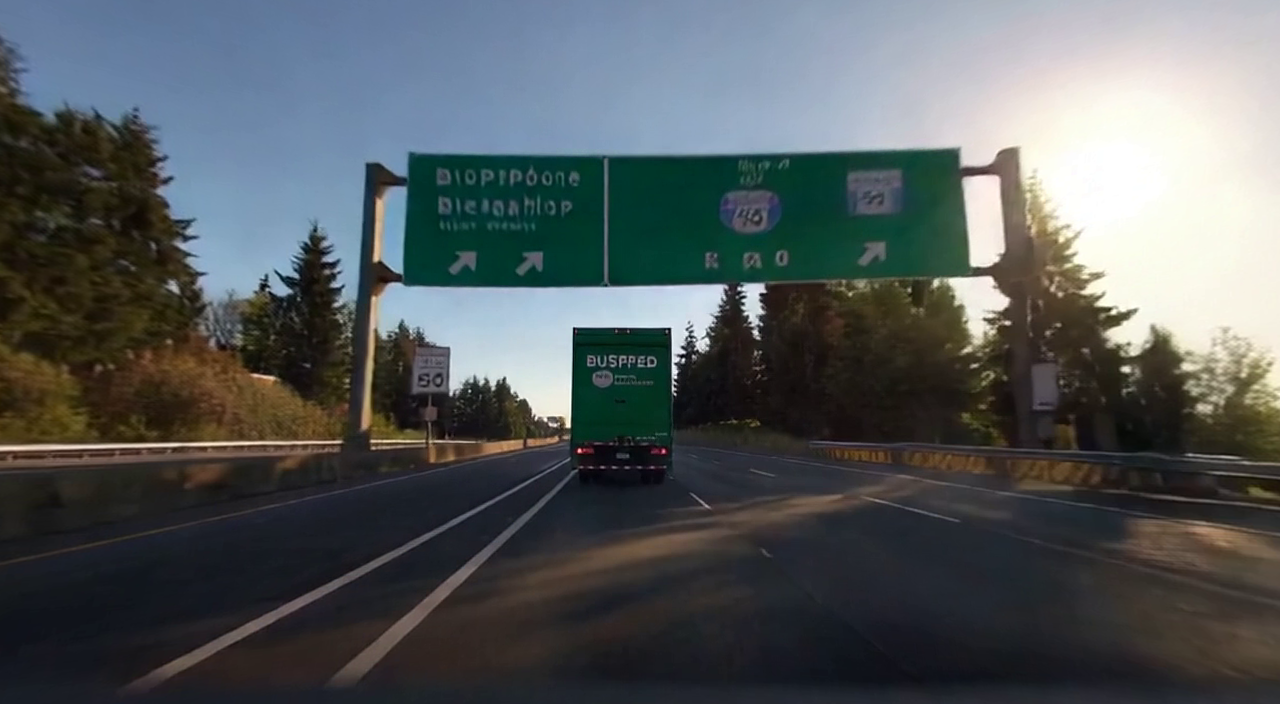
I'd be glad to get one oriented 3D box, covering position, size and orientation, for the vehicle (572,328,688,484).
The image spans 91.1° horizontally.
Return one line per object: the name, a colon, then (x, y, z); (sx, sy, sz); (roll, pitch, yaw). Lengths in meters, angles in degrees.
vehicle: (-0.459, 1.899, 20.188); (2.870, 3.911, 8.697); (0, -8, -3)
